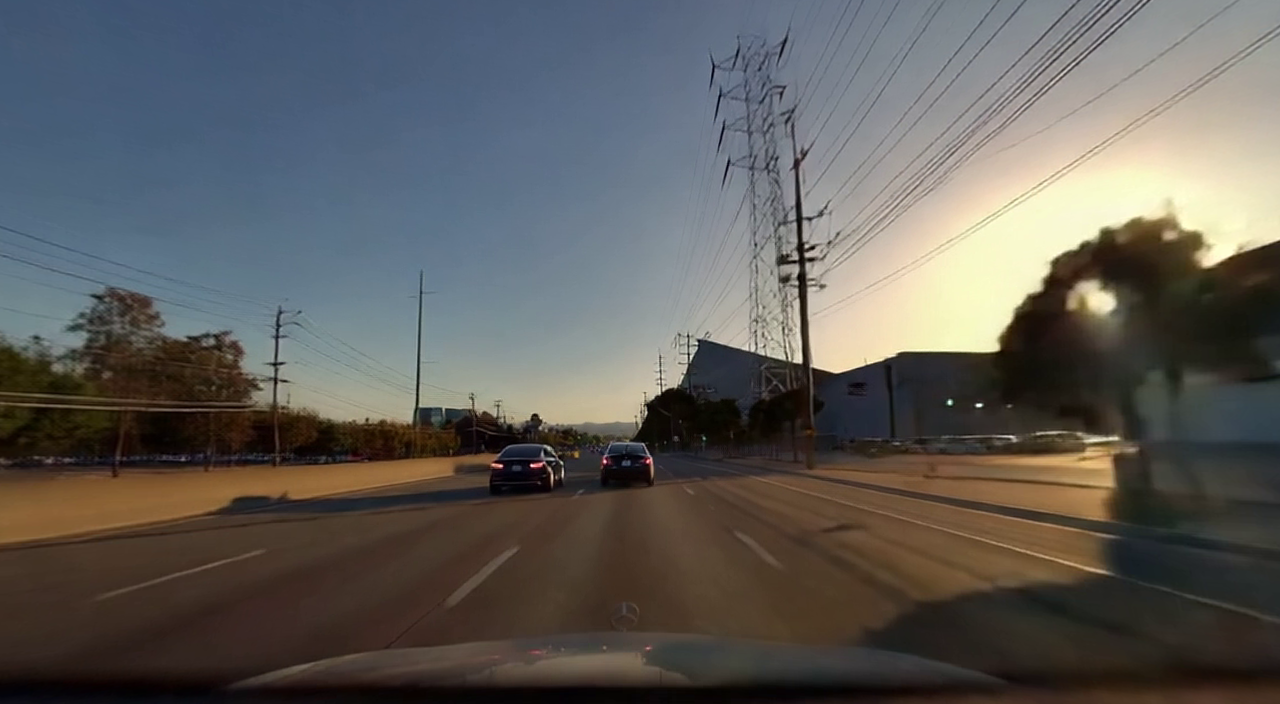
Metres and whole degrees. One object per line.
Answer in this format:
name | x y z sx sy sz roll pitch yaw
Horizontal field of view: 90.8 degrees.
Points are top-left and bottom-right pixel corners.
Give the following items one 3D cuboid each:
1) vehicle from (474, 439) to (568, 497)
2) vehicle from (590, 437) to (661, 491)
vehicle | -3.579 3.594 20.014 1.985 1.607 4.892 0 -9 1
vehicle | -0.450 3.776 21.584 2.189 1.652 4.135 0 -9 0
